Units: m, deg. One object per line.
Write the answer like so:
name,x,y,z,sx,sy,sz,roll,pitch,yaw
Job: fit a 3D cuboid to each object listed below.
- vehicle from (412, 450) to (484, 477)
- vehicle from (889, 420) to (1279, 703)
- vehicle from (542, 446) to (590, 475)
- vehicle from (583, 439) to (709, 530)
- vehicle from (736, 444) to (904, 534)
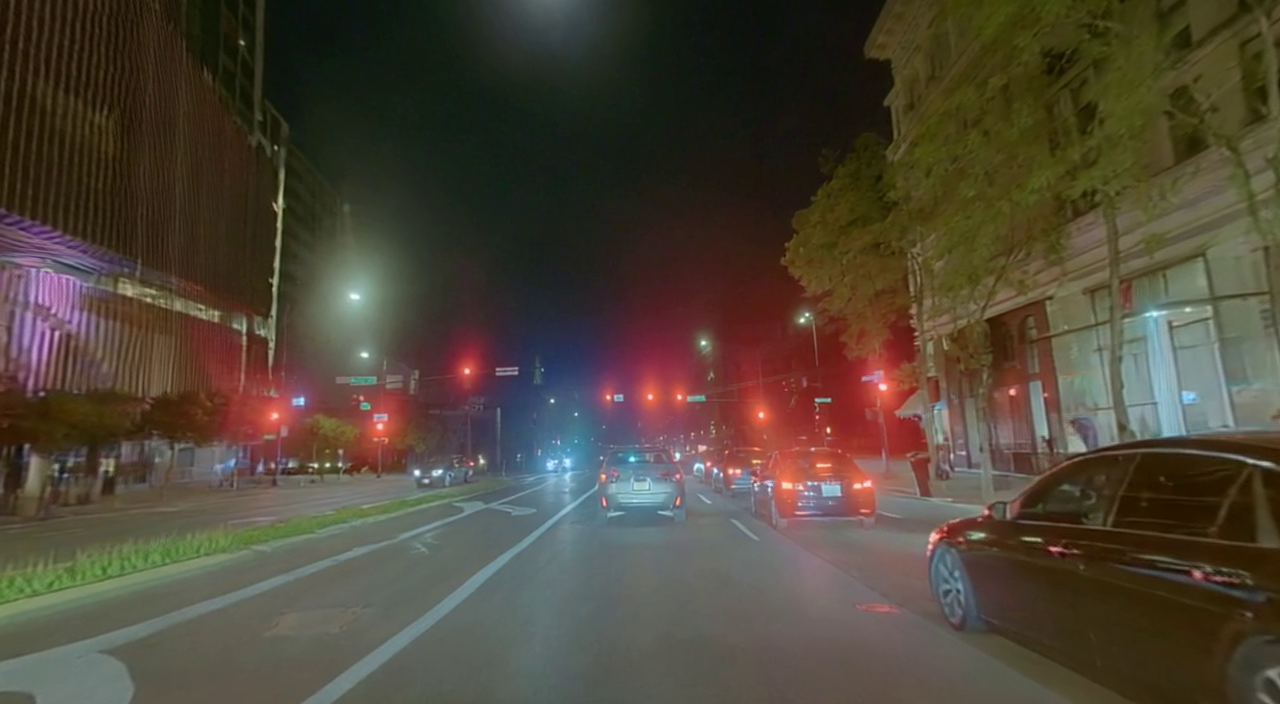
vehicle,-14.423,8.328,47.579,2.210,1.889,4.642,-8,-11,40
vehicle,3.250,1.151,3.440,1.912,1.454,4.537,0,-9,0
vehicle,-5.144,7.401,43.331,2.223,1.840,4.919,3,-9,-20
vehicle,0.091,2.551,12.745,2.118,1.512,4.013,0,-9,0
vehicle,3.358,2.625,12.839,1.996,1.469,4.495,0,-9,-1
